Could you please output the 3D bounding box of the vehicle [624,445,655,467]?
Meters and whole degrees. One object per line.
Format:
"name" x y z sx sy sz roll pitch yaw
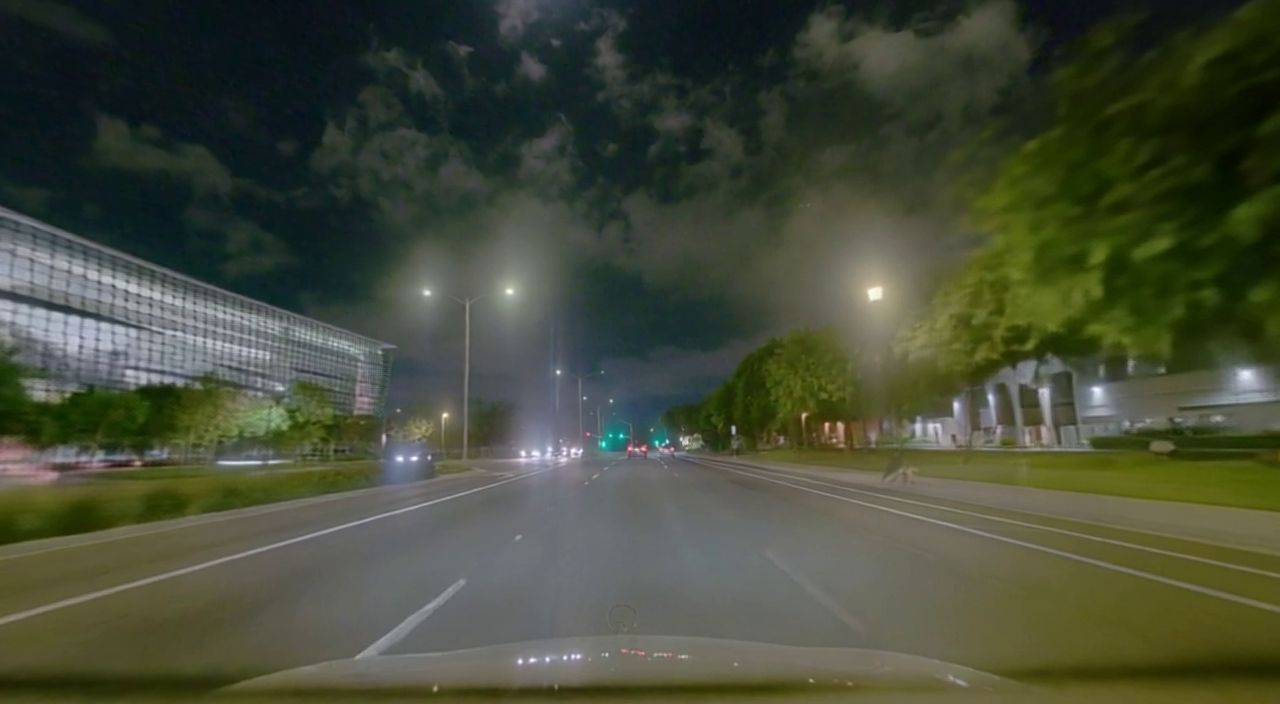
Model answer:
"vehicle" -0.058 7.288 44.404 2.080 1.445 4.096 0 -9 -1

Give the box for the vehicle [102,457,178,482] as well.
"vehicle" -34.563 8.091 43.662 4.090 1.598 1.906 -3 -9 14
